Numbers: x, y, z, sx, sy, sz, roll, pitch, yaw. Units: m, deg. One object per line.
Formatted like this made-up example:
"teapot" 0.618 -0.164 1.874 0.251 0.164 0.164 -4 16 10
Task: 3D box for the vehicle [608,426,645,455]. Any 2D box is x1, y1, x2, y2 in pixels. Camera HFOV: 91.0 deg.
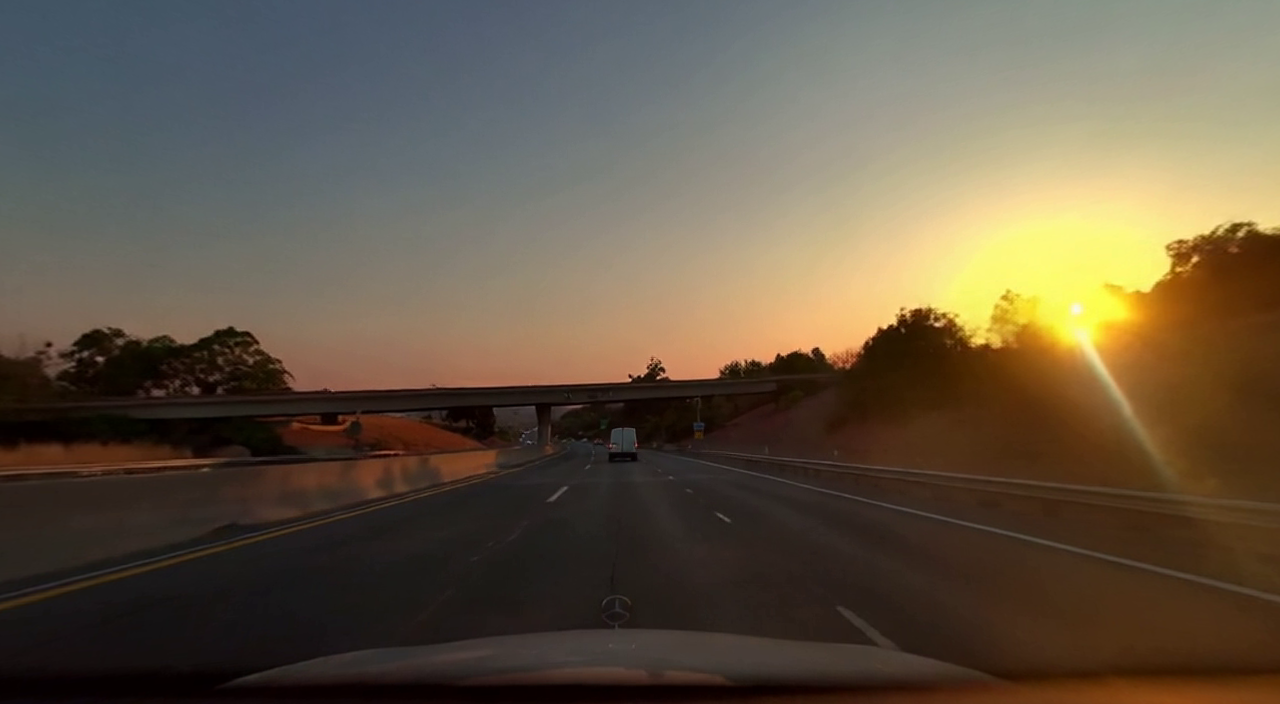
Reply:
"vehicle" -0.904 5.497 39.101 2.157 1.647 4.524 0 -8 -3
